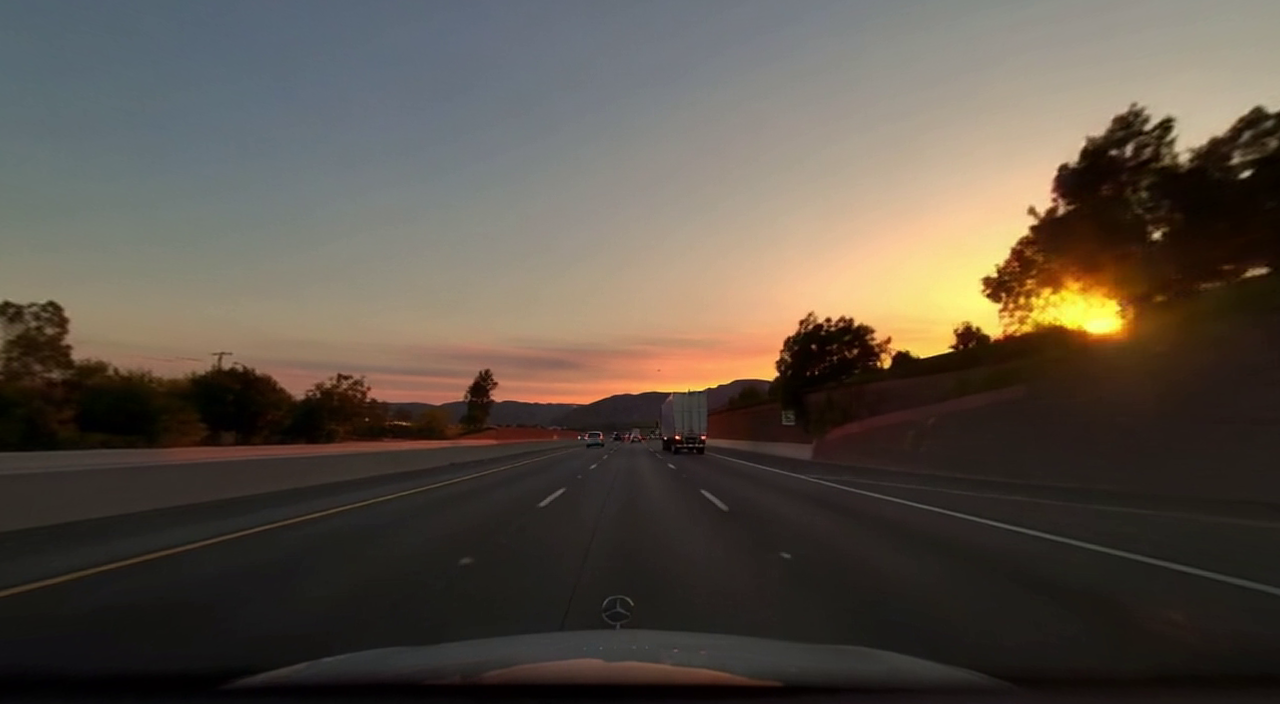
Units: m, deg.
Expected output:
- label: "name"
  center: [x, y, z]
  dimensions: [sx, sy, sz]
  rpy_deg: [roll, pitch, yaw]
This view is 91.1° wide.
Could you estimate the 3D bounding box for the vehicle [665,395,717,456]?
- label: "vehicle"
  center: [3.485, 5.358, 45.229]
  dimensions: [2.859, 3.981, 8.596]
  rpy_deg: [0, -8, -1]
